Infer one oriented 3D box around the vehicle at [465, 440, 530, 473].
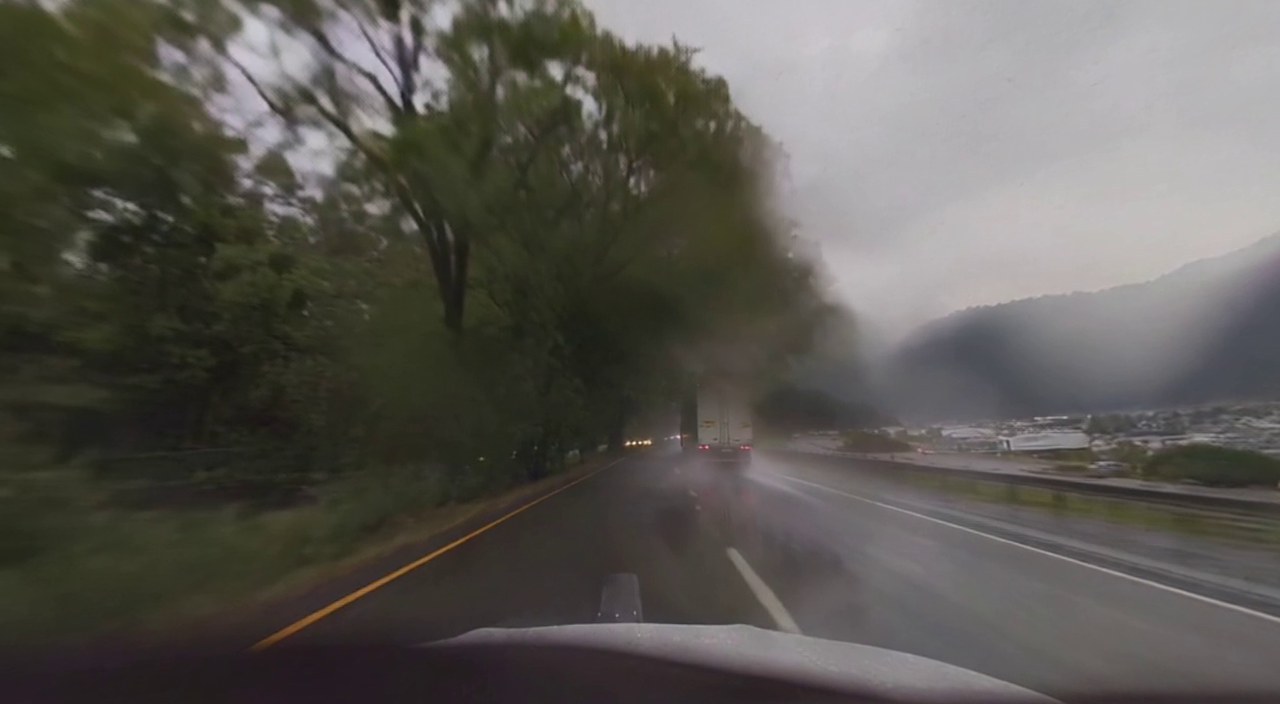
[{"bbox_3d":[-6.956,5.143,31.199,2.111,1.487,4.433,-1,-8,1],"label":"vehicle"}]
